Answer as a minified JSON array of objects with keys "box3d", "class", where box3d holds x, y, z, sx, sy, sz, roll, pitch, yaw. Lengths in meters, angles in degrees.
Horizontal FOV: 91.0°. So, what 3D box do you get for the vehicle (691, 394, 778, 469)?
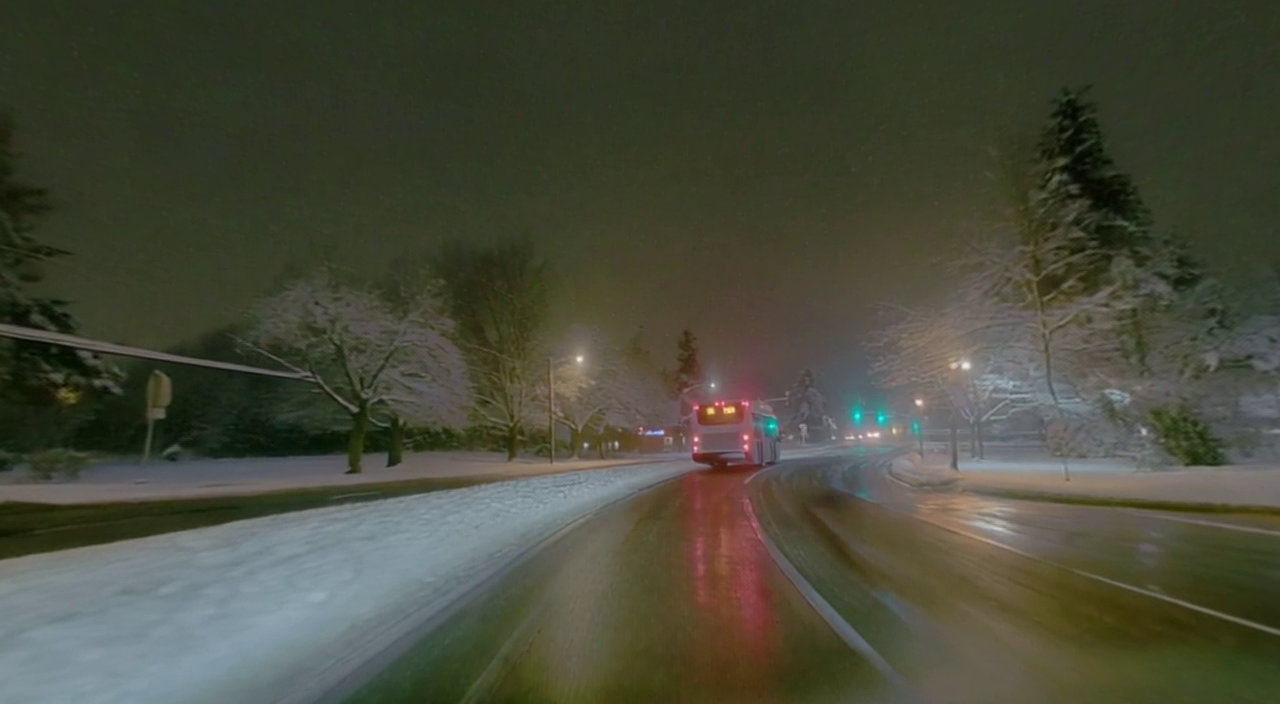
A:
[{"box3d":[5.538,4.528,34.740,3.031,3.429,11.005,-3,-9,17],"class":"vehicle"}]
